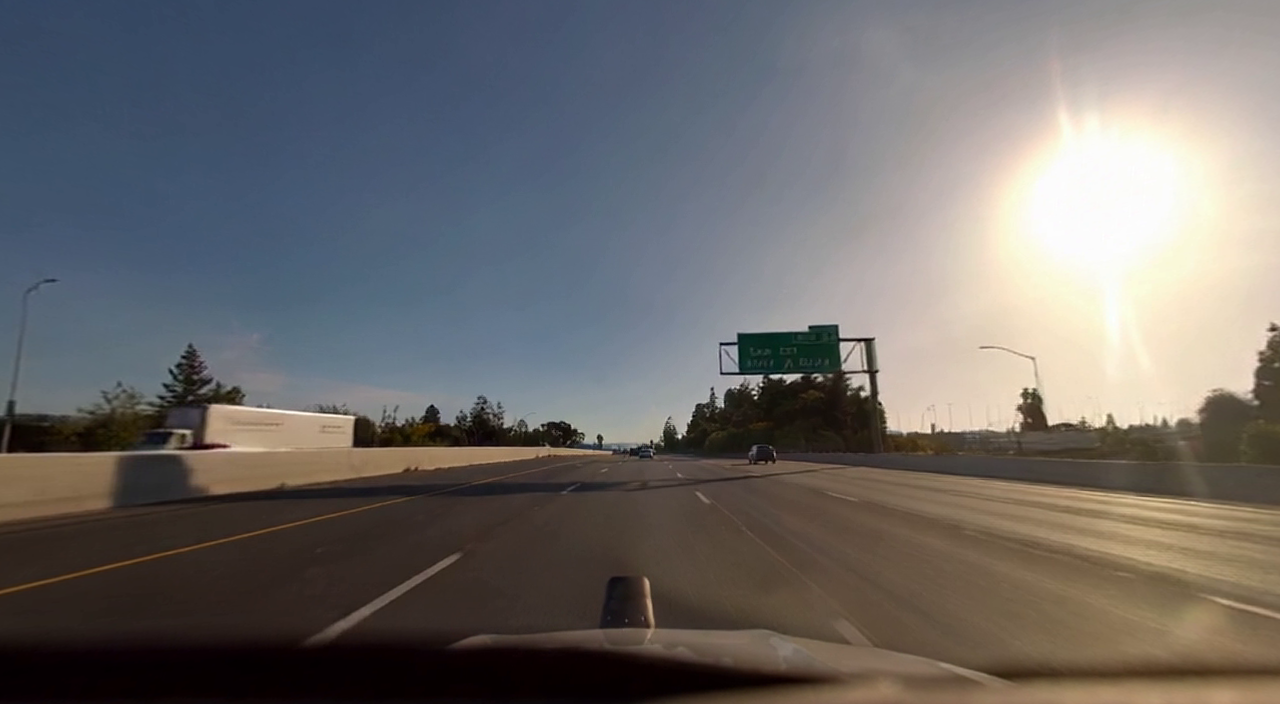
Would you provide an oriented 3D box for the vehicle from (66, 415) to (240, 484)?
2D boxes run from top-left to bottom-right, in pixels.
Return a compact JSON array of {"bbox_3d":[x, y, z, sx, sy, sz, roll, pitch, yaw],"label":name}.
[{"bbox_3d":[-21.461,4.371,28.351,2.626,2.725,6.211,0,-9,2],"label":"vehicle"}]

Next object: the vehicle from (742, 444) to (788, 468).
[{"bbox_3d":[8.026,6.733,40.913,2.056,1.465,4.304,0,-8,0],"label":"vehicle"}]
